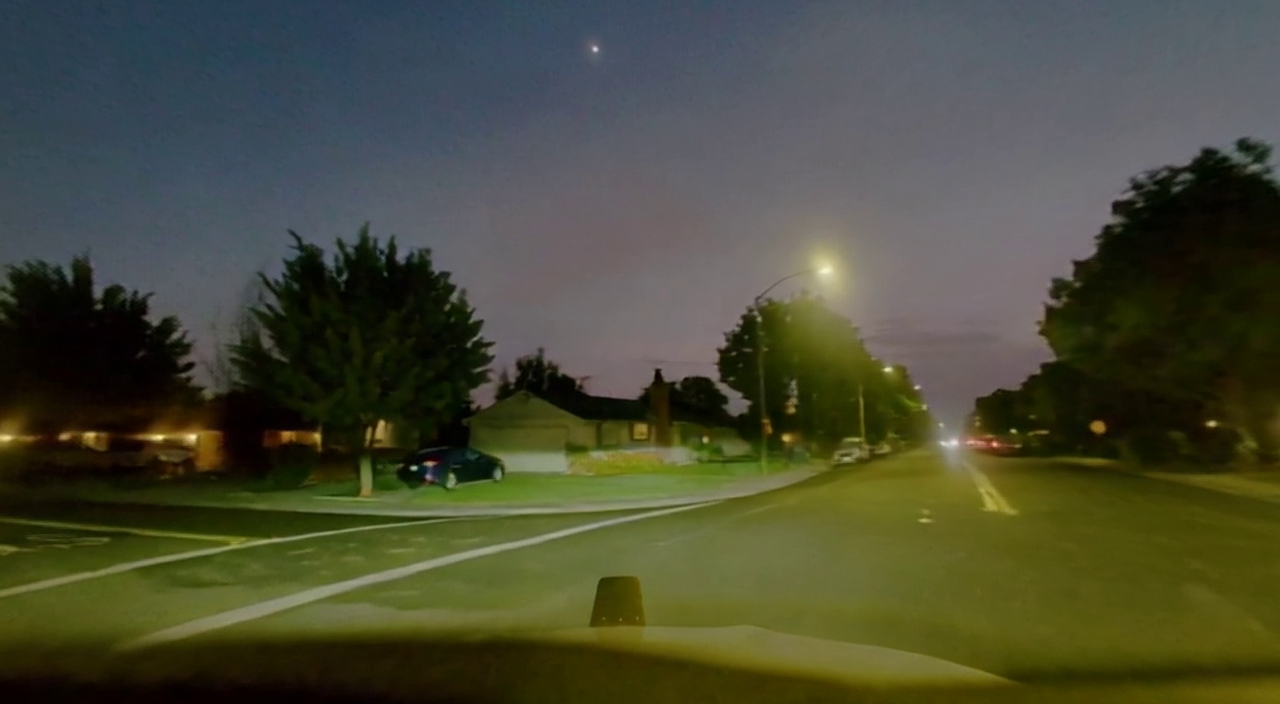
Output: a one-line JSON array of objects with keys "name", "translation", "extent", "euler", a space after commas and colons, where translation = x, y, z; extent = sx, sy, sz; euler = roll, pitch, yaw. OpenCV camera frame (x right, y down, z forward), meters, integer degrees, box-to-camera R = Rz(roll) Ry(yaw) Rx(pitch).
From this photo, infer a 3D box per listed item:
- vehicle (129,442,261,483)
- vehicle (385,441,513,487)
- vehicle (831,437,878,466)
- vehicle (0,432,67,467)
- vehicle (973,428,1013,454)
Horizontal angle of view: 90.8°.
[{"name": "vehicle", "translation": [-19.586, 4.829, 28.026], "extent": [1.978, 1.666, 4.230], "euler": [-4, -9, 25]}, {"name": "vehicle", "translation": [-6.895, 4.061, 23.397], "extent": [1.917, 1.499, 4.569], "euler": [-4, -9, 25]}, {"name": "vehicle", "translation": [12.420, 5.695, 36.417], "extent": [2.075, 1.551, 4.074], "euler": [-4, -9, 24]}, {"name": "vehicle", "translation": [-36.119, 5.538, 35.771], "extent": [2.181, 1.911, 4.861], "euler": [-5, -8, 24]}, {"name": "vehicle", "translation": [24.854, 6.298, 44.579], "extent": [2.116, 1.711, 4.155], "euler": [-4, -9, 26]}]
